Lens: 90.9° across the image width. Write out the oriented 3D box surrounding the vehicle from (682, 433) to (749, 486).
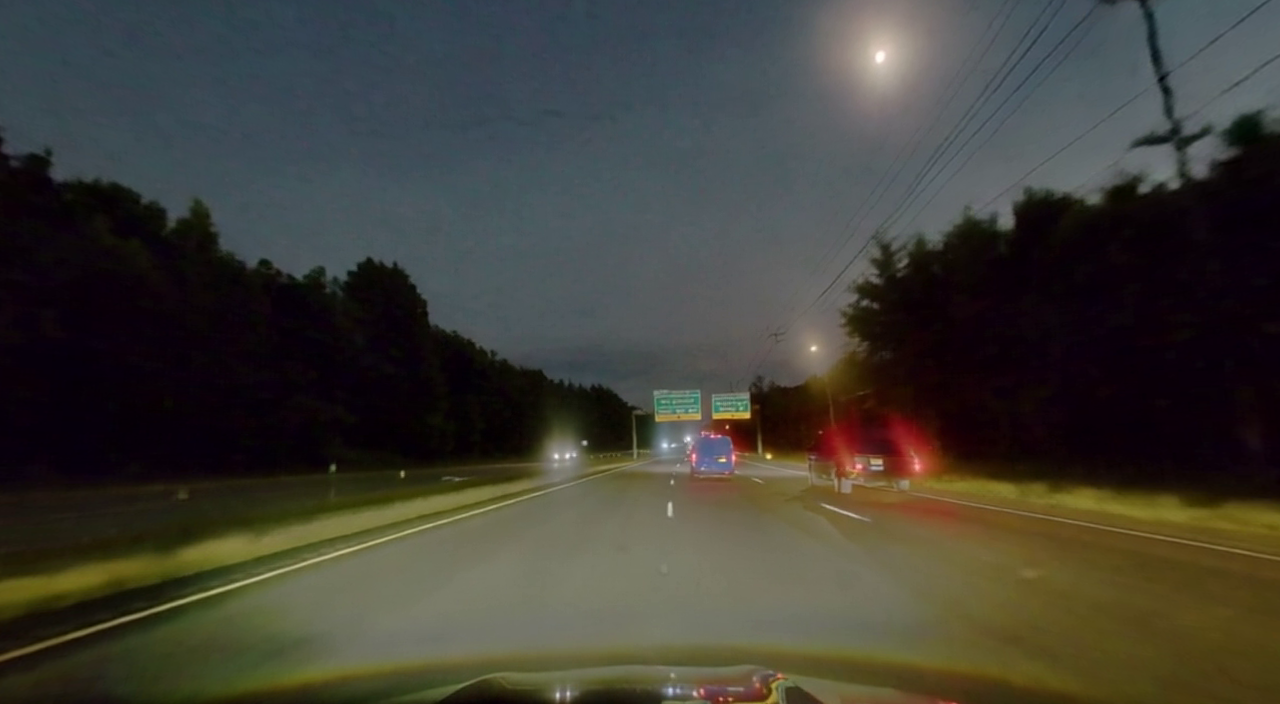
[{"bbox_3d":[3.017,4.445,26.362,2.261,1.969,5.104,0,-9,1],"label":"vehicle"}]
